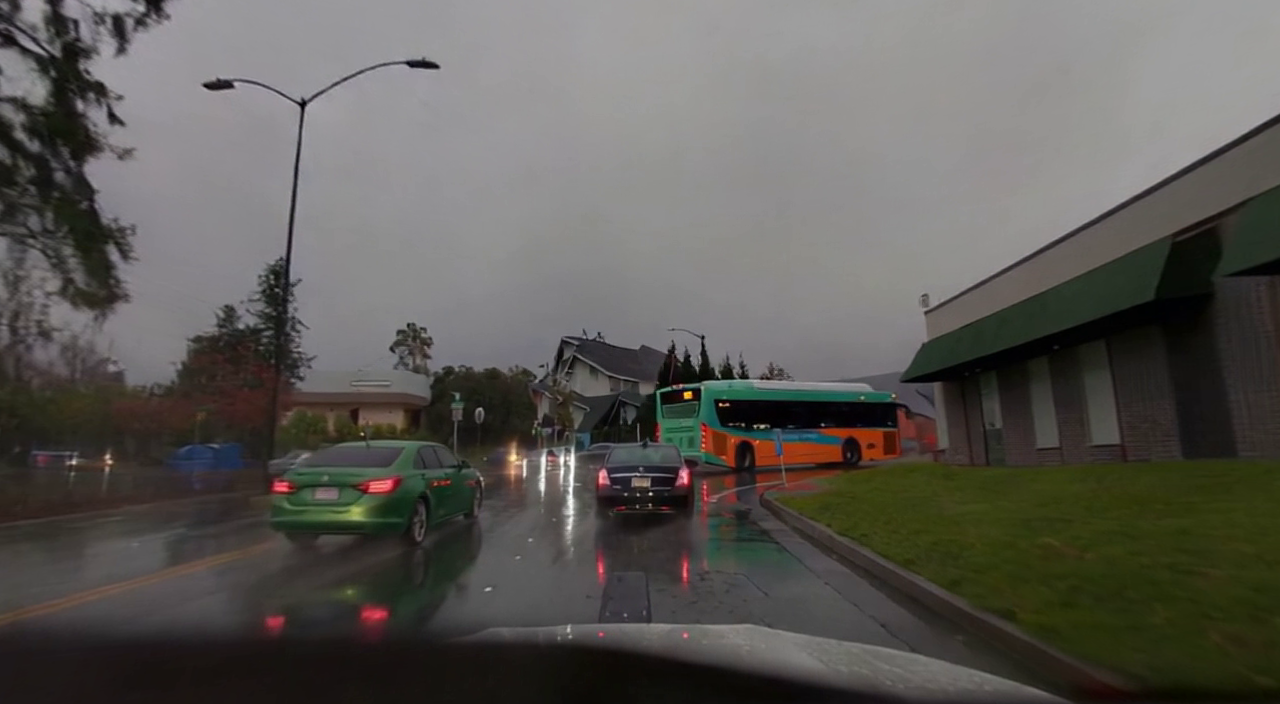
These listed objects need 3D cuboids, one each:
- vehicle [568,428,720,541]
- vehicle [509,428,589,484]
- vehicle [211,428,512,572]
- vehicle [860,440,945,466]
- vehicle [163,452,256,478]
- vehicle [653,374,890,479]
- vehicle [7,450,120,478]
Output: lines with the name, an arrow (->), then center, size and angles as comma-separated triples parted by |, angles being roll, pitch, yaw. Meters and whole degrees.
vehicle -> 0.091, 2.055, 10.368 | 2.020, 1.478, 3.922 | 0, -8, 1
vehicle -> -3.077, 3.650, 22.392 | 2.017, 1.761, 4.572 | -1, -8, 2
vehicle -> -3.404, 1.885, 8.920 | 1.953, 1.480, 4.522 | -1, -8, 4
vehicle -> 15.630, 6.020, 37.577 | 4.422, 1.457, 1.882 | -6, -10, 29
vehicle -> -26.134, 6.871, 38.429 | 4.403, 1.422, 1.697 | 4, -9, -26
vehicle -> 5.352, 2.940, 24.151 | 9.977, 3.303, 2.948 | 6, -10, -37
vehicle -> -32.136, 6.237, 35.339 | 4.473, 1.442, 1.743 | 7, -11, -39
